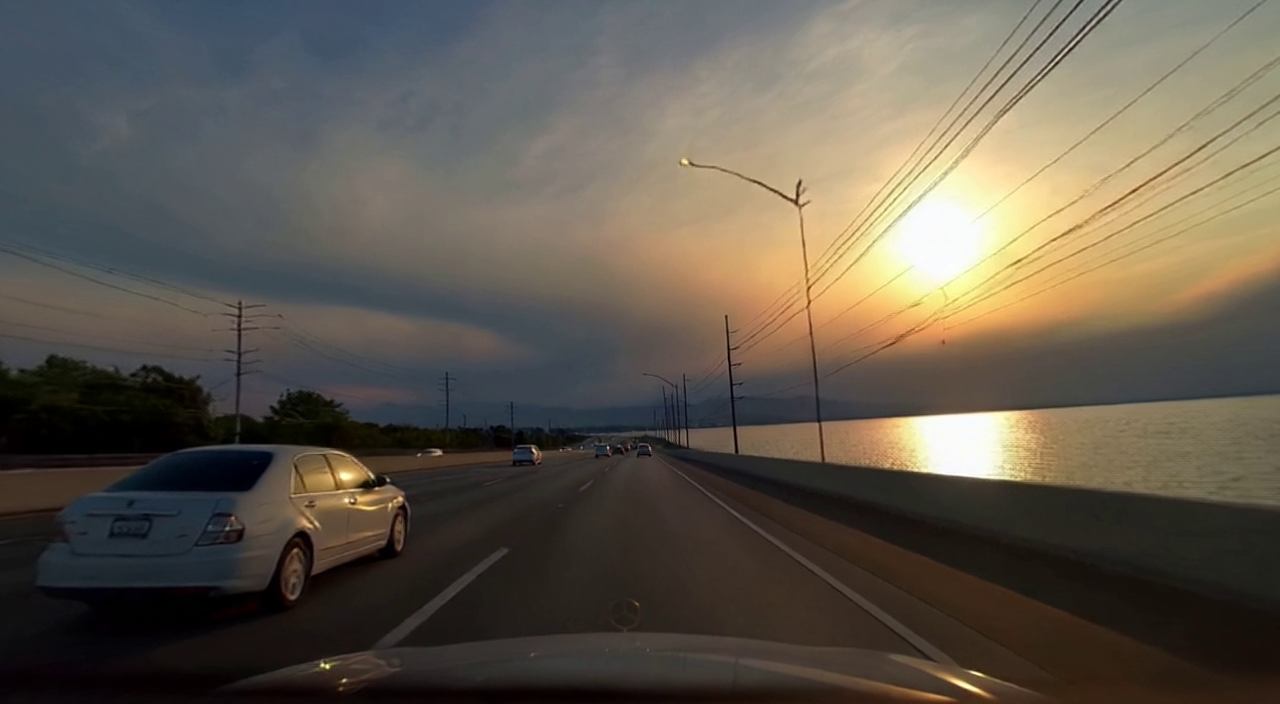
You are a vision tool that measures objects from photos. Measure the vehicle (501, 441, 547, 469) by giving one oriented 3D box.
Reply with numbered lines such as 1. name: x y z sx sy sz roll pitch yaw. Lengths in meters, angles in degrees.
1. vehicle: -7.382 6.590 40.551 2.050 1.717 4.418 0 -9 1

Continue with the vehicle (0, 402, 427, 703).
1. vehicle: -3.513 1.316 5.048 2.015 1.501 4.454 0 -9 1
